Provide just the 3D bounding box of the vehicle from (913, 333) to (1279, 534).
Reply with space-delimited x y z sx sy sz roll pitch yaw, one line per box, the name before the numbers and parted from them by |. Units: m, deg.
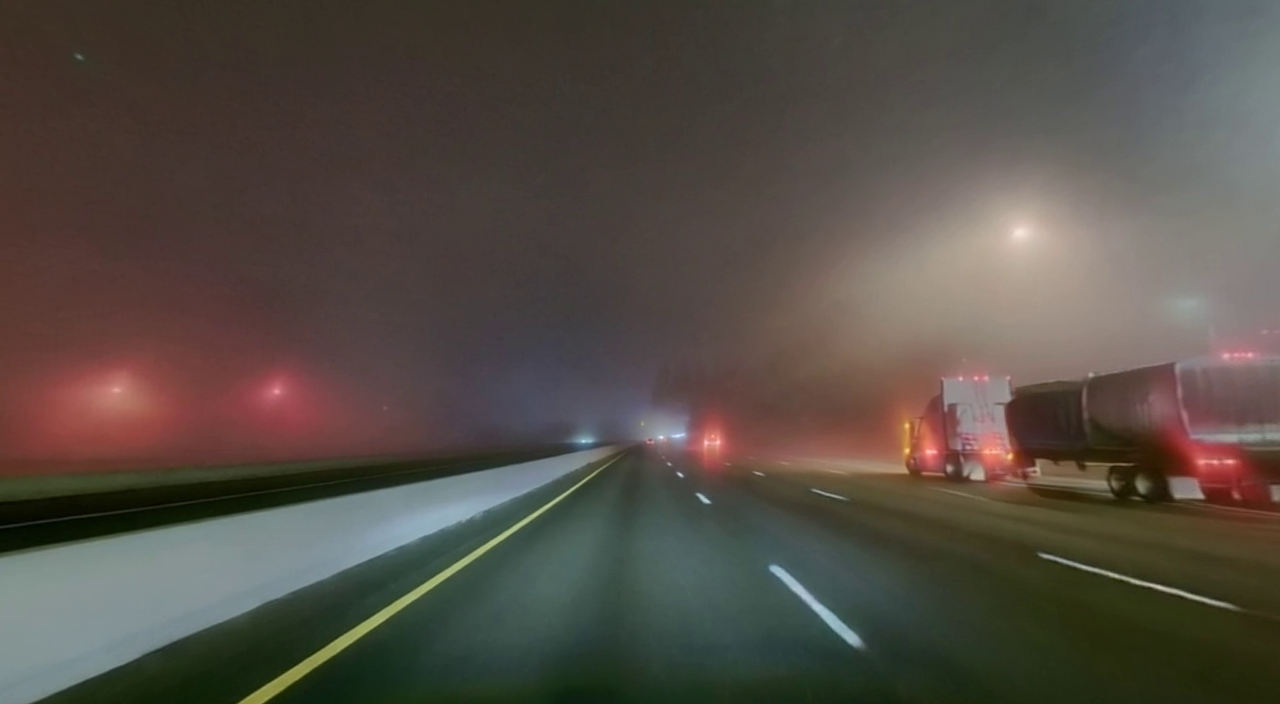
vehicle | 10.735 2.056 15.607 2.960 3.207 10.950 0 -8 0
